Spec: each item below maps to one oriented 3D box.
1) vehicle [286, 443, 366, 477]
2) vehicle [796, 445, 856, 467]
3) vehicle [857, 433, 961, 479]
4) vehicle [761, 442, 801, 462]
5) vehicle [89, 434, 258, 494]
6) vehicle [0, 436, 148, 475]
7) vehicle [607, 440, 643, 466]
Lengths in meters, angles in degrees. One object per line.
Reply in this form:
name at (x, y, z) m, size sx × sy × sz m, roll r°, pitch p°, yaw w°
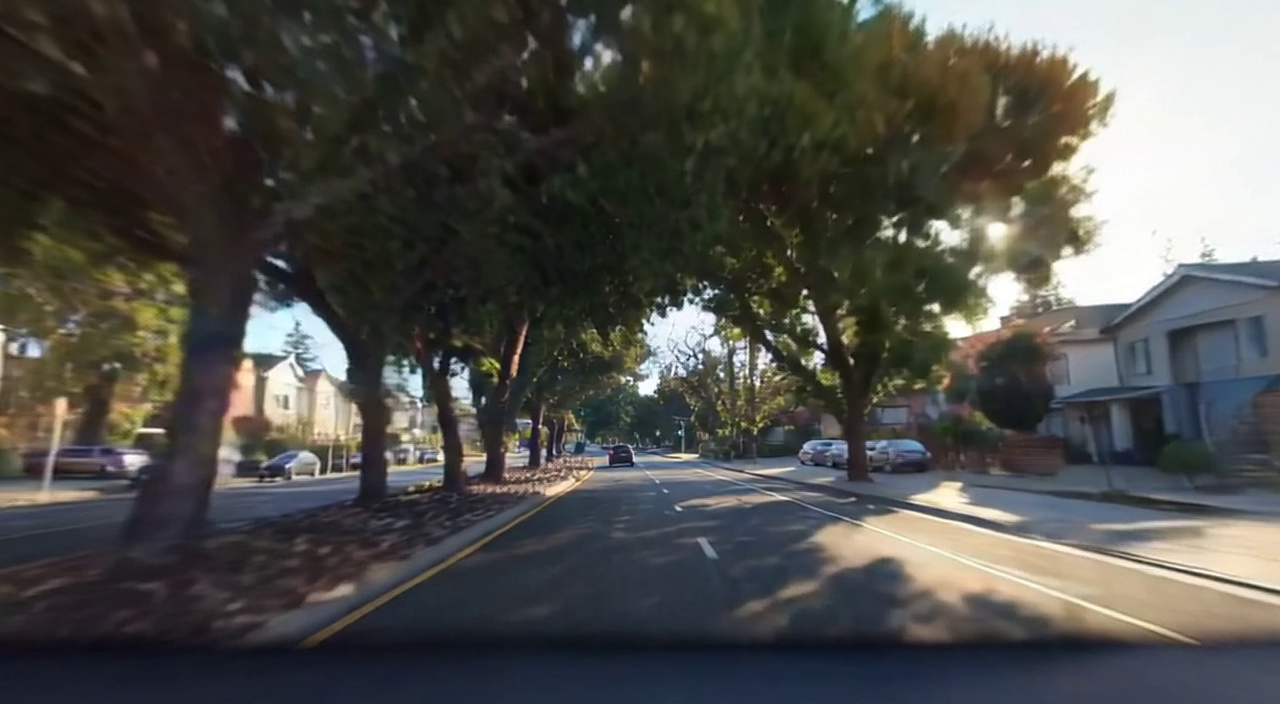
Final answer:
vehicle at (-15.346, 5.265, 31.061) m, size 1.884 × 1.540 × 3.927 m, roll 0°, pitch -8°, yaw 0°
vehicle at (11.198, 6.305, 38.324) m, size 2.015 × 1.231 × 4.748 m, roll 0°, pitch -8°, yaw -2°
vehicle at (11.432, 4.440, 27.246) m, size 2.147 × 1.767 × 5.125 m, roll 0°, pitch -8°, yaw -1°
vehicle at (10.940, 7.790, 49.119) m, size 1.839 × 1.445 × 4.484 m, roll 0°, pitch -8°, yaw -3°
vehicle at (-15.145, 3.646, 20.904) m, size 2.042 × 1.748 × 4.584 m, roll 0°, pitch -8°, yaw 0°
vehicle at (-23.326, 4.256, 26.081) m, size 4.184 × 1.528 × 1.990 m, roll 1°, pitch -8°, yaw -3°
vehicle at (-0.942, 6.223, 39.029) m, size 2.113 × 1.462 × 4.203 m, roll 0°, pitch -8°, yaw -2°
